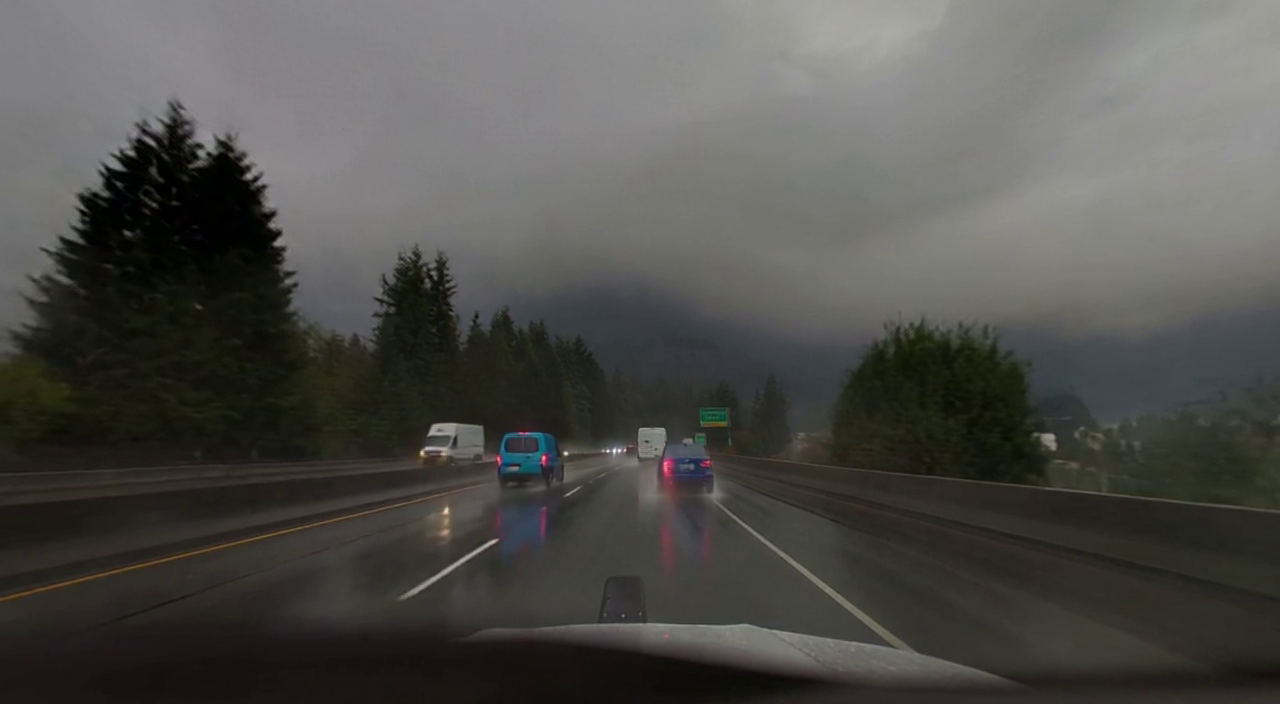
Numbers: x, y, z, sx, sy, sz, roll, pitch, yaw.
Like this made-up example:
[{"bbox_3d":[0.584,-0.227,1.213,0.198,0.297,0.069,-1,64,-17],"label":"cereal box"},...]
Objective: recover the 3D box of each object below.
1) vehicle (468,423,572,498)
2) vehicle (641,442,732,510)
[{"bbox_3d":[-3.569,3.369,19.886,2.217,2.033,4.975,0,-9,1],"label":"vehicle"},{"bbox_3d":[1.029,3.033,15.847,2.012,1.485,3.649,0,-9,0],"label":"vehicle"}]
